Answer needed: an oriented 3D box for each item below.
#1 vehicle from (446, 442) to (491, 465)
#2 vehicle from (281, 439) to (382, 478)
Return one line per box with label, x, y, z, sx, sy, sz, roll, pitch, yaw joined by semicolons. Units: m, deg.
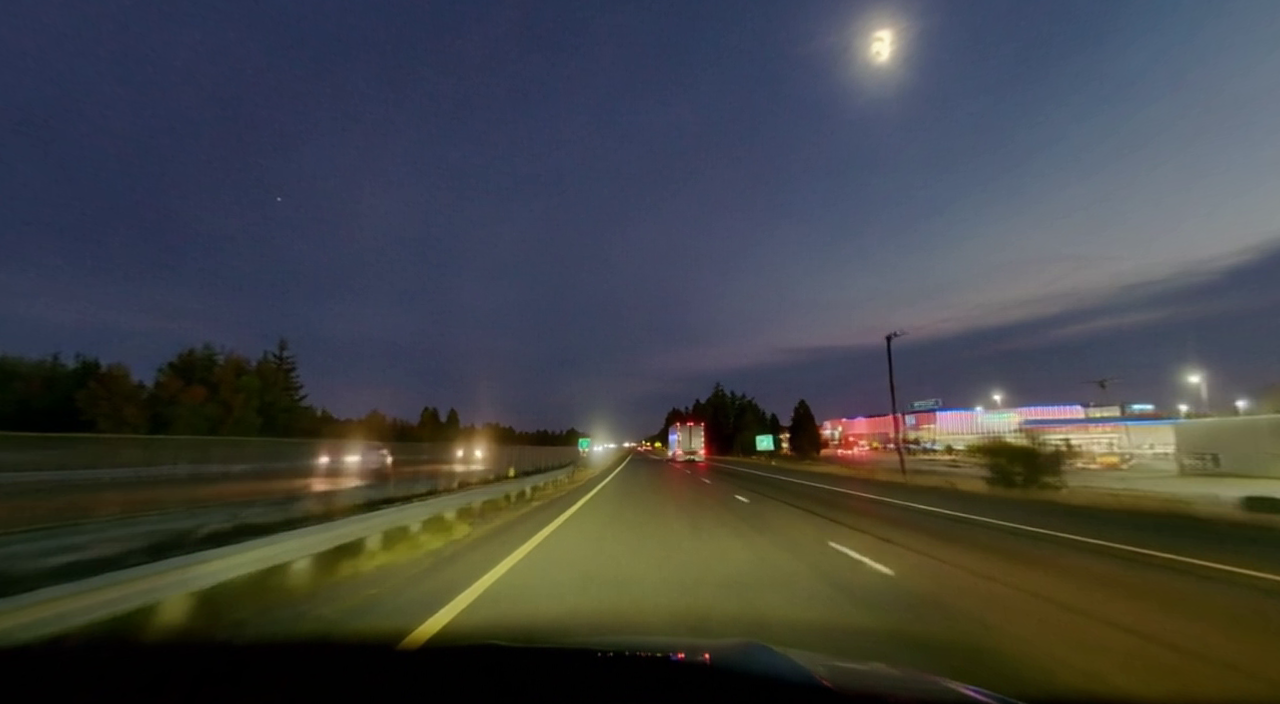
vehicle;-12.217;7.234;45.158;1.914;1.562;4.690;0;-9;0
vehicle;-12.932;4.491;26.829;1.890;1.474;4.672;0;-9;1
